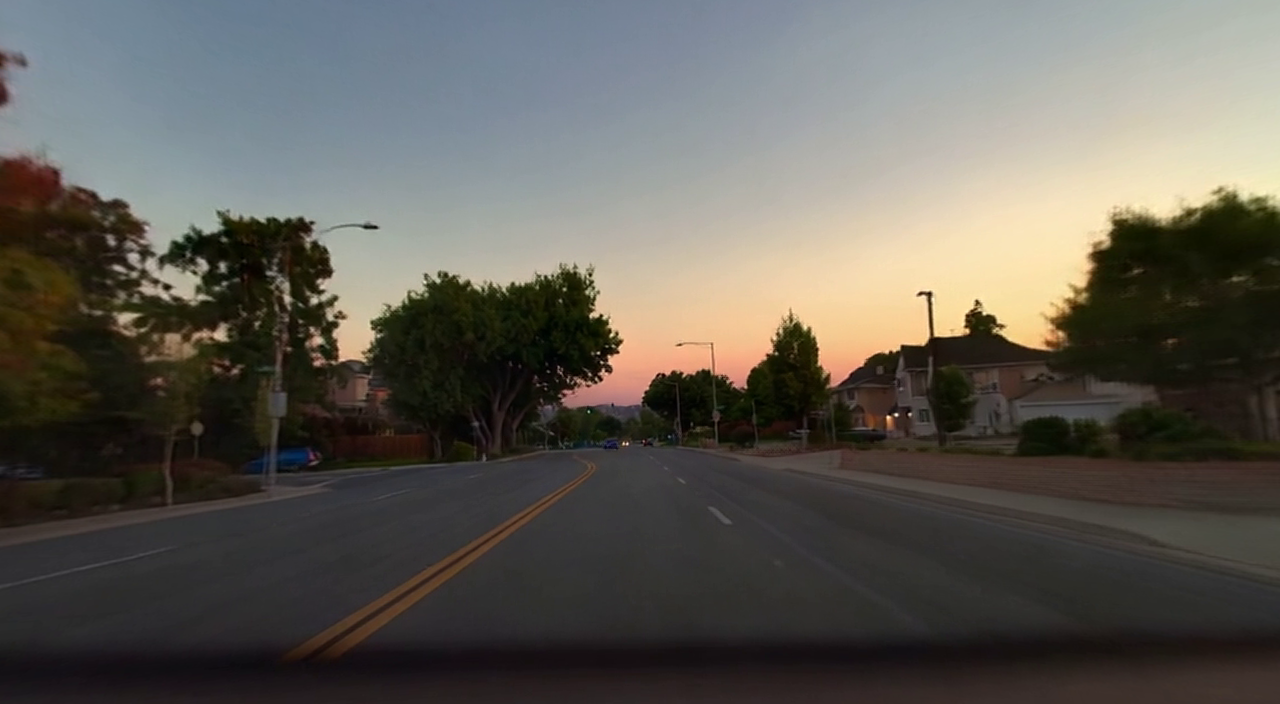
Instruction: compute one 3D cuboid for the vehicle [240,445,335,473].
[{"bbox_3d":[-26.020,7.890,46.924,2.239,1.961,5.660,-6,-10,33],"label":"vehicle"}]
